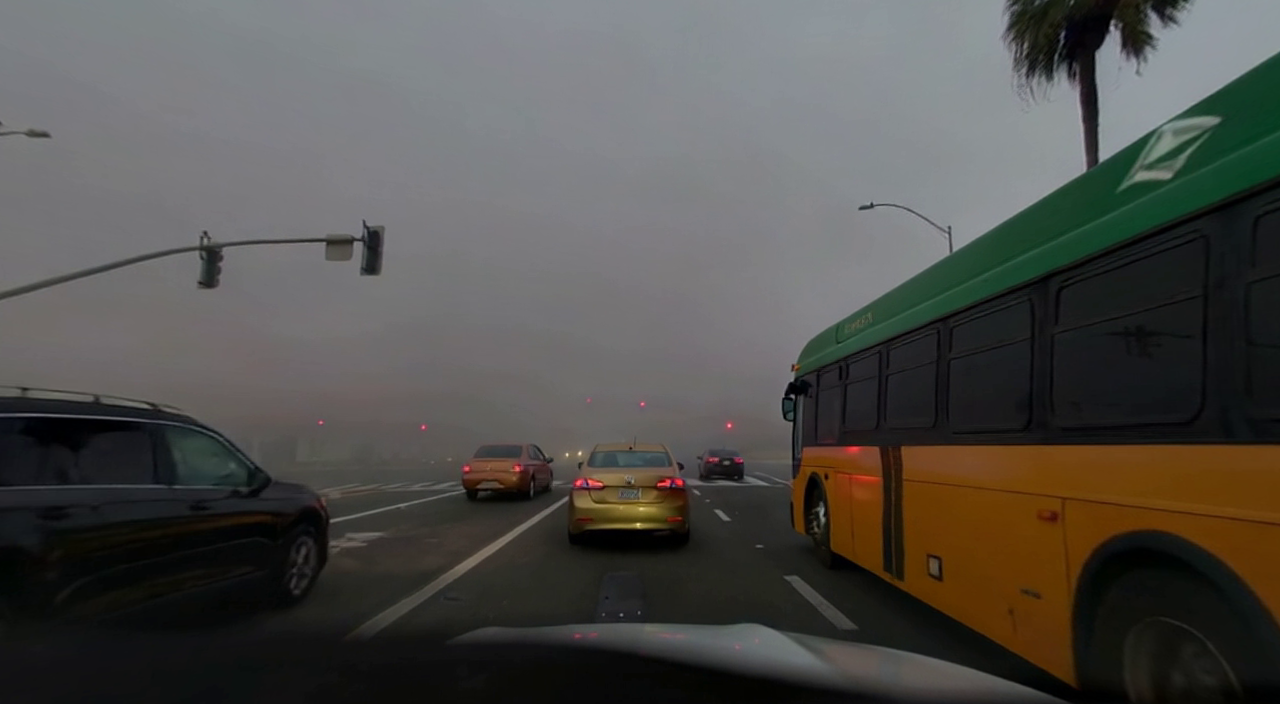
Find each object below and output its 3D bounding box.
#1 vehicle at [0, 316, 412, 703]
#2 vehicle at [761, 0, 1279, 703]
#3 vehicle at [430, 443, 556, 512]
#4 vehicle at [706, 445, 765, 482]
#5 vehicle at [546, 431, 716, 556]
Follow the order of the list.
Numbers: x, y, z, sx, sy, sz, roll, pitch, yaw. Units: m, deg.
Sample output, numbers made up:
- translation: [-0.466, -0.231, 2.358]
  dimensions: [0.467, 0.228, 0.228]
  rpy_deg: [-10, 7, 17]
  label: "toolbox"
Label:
- translation: [-3.498, 1.019, 3.987]
  dimensions: [2.145, 1.824, 4.974]
  rpy_deg: [0, -9, 1]
  label: "vehicle"
- translation: [3.633, -0.046, 4.093]
  dimensions: [3.068, 4.026, 13.534]
  rpy_deg: [0, -9, 0]
  label: "vehicle"
- translation: [-3.354, 2.928, 15.306]
  dimensions: [1.919, 1.415, 4.178]
  rpy_deg: [0, -9, 2]
  label: "vehicle"
- translation: [4.108, 4.888, 27.978]
  dimensions: [1.989, 1.467, 4.364]
  rpy_deg: [0, -9, 1]
  label: "vehicle"
- translation: [-0.123, 2.018, 9.666]
  dimensions: [2.060, 1.499, 3.831]
  rpy_deg: [0, -9, 0]
  label: "vehicle"
